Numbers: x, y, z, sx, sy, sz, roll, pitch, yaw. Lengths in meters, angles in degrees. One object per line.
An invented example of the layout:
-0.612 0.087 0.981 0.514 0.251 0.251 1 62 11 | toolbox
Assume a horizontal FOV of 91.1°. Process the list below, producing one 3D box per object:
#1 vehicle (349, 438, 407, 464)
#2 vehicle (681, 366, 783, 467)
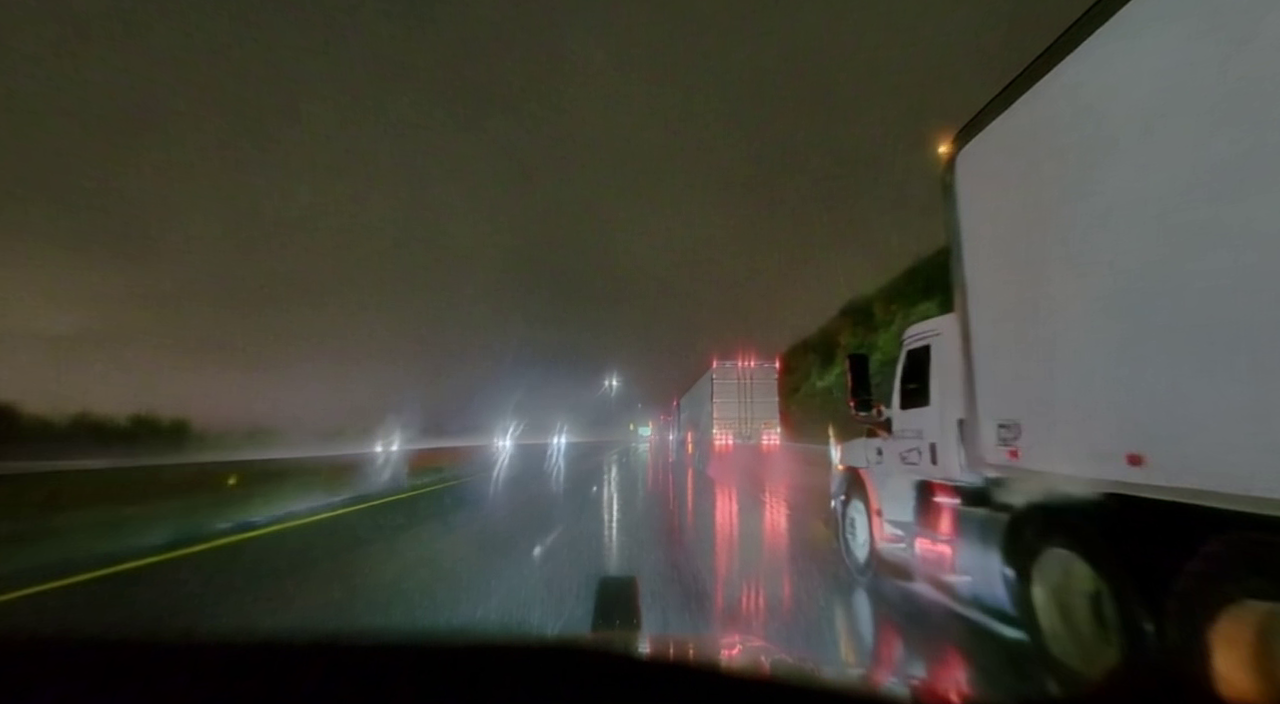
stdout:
-16.293 6.166 39.284 1.820 1.506 4.258 0 -8 0 | vehicle
4.145 3.523 32.137 2.920 4.029 13.900 0 -8 -1 | vehicle
